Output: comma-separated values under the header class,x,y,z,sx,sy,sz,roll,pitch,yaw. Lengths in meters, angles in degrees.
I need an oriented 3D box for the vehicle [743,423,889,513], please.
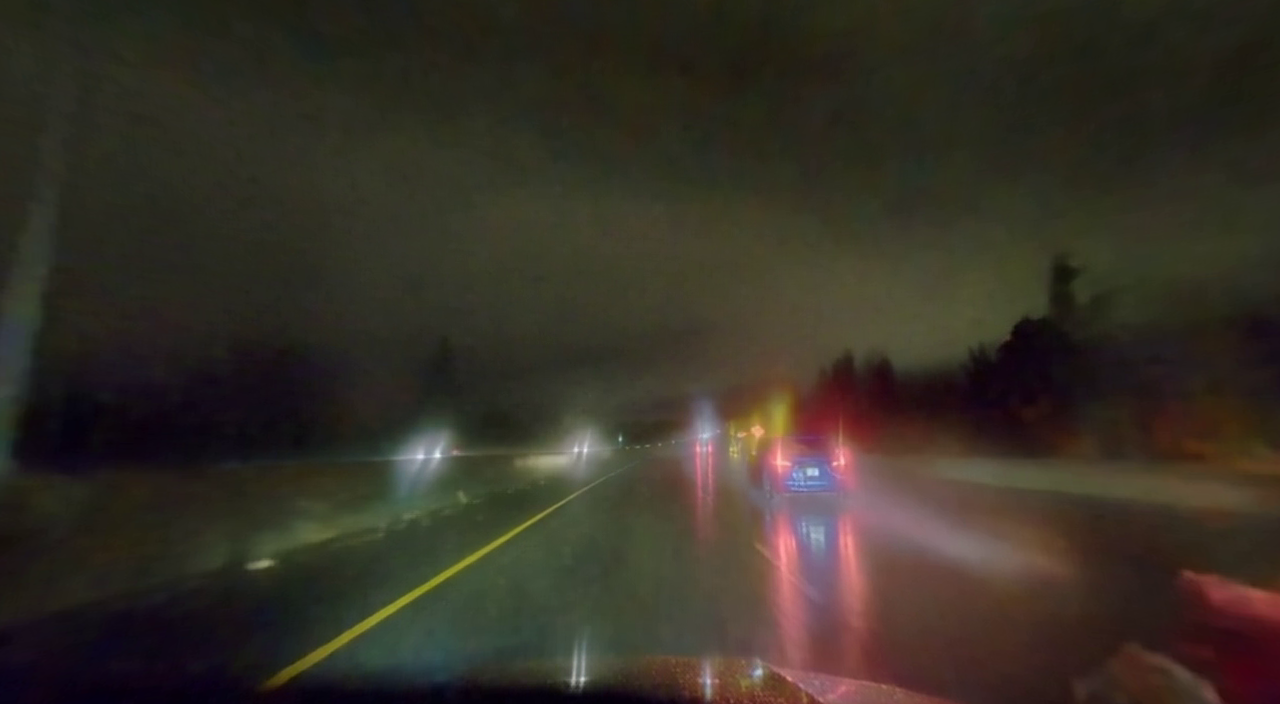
class,x,y,z,sx,sy,sz,roll,pitch,yaw
vehicle,3.805,2.599,14.591,2.143,1.730,4.303,-1,-8,0
